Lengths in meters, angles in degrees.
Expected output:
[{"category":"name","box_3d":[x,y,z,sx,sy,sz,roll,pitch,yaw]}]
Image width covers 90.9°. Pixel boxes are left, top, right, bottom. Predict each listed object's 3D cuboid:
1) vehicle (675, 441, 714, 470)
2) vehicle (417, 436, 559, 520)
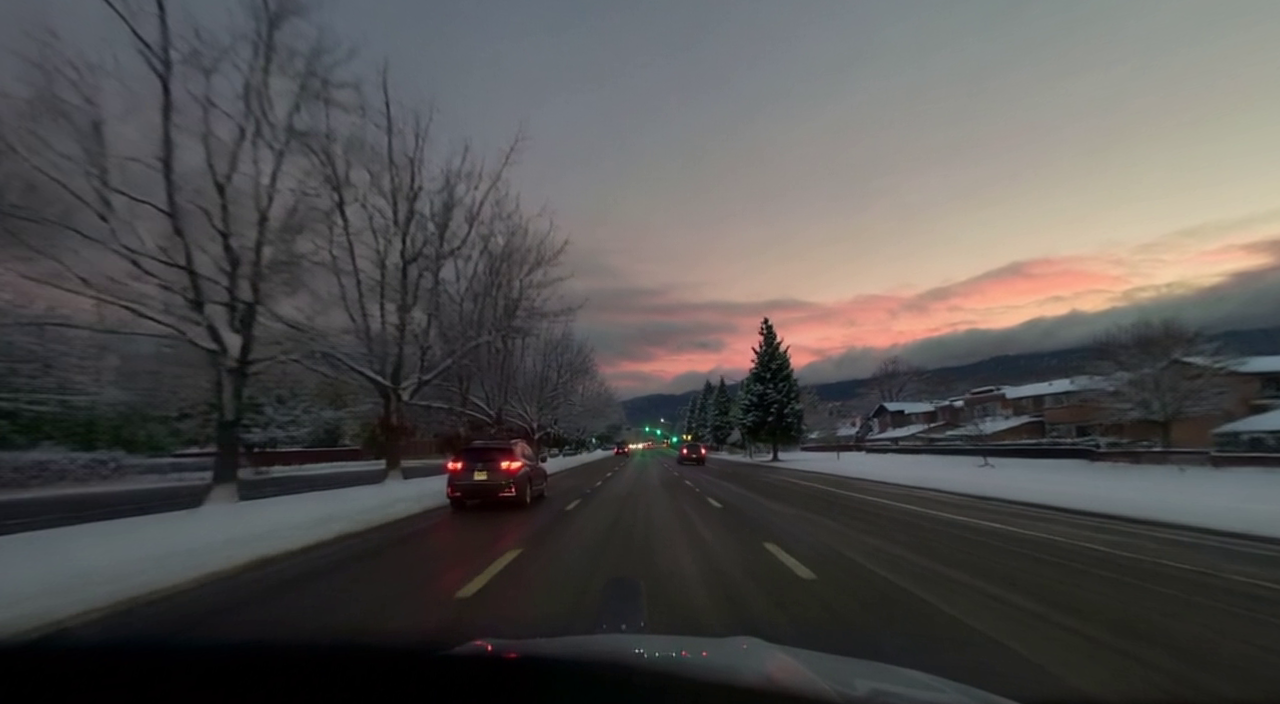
[{"category":"vehicle","box_3d":[3.574,6.874,41.877,2.114,1.780,4.445,0,-9,-1]},{"category":"vehicle","box_3d":[-3.078,2.653,13.795,1.966,1.524,4.410,0,-9,0]}]
